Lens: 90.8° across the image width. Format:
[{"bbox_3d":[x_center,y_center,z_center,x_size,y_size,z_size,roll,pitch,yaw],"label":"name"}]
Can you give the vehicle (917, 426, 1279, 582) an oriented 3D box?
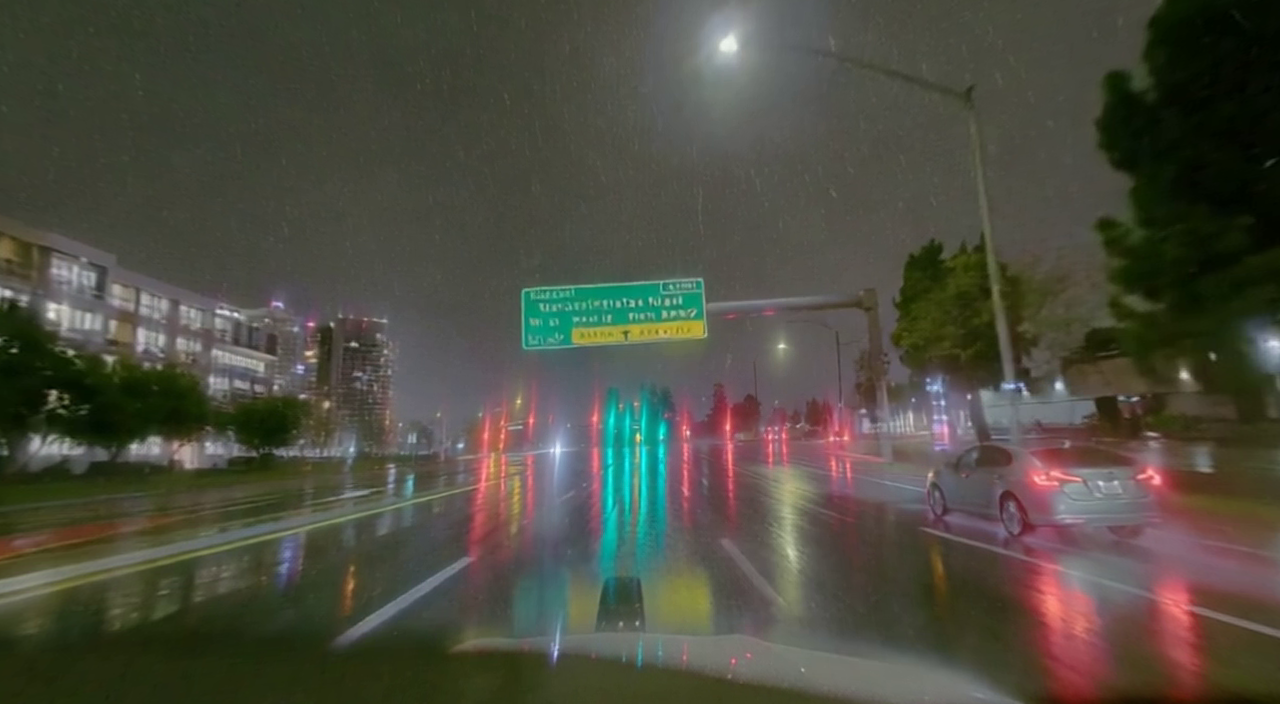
[{"bbox_3d":[5.760,1.803,8.430,2.070,1.491,4.575,0,-8,1],"label":"vehicle"}]
